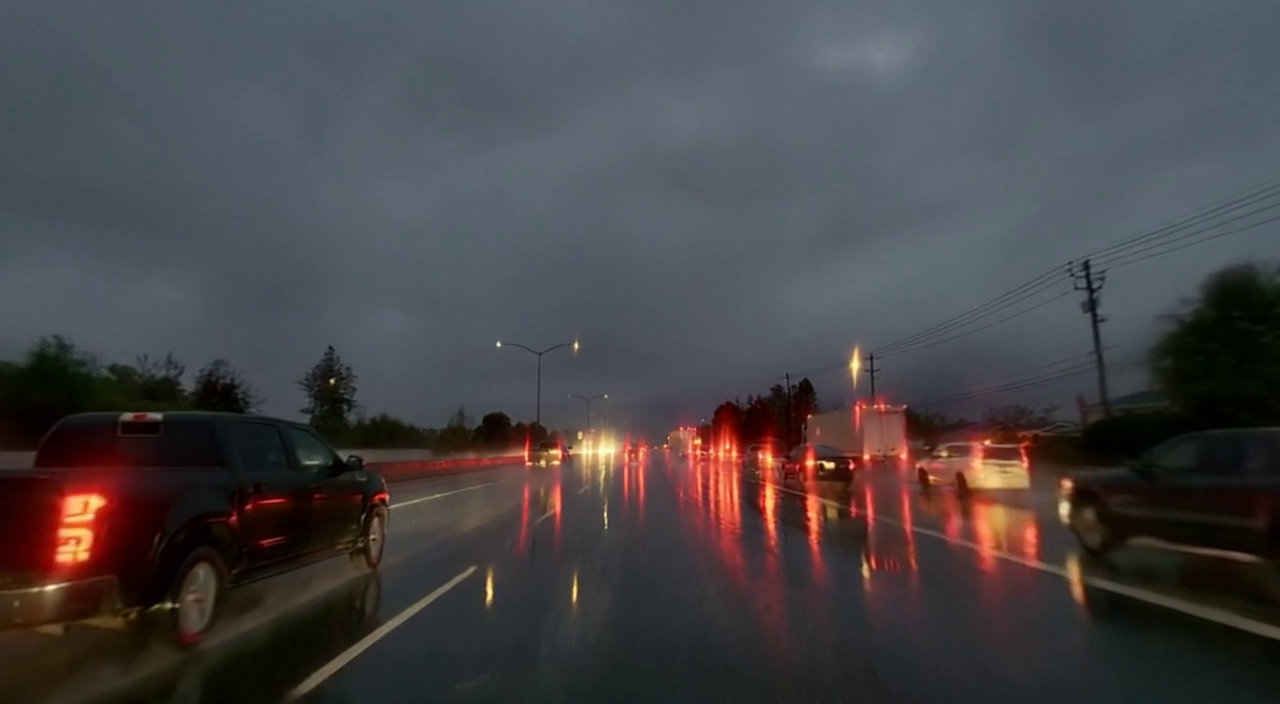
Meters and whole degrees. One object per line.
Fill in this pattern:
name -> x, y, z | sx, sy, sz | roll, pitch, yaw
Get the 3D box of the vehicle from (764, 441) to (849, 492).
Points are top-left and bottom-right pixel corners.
vehicle -> 5.649, 3.905, 21.925 | 1.956, 1.576, 4.211 | 0, -9, 3

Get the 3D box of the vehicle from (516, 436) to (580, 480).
vehicle -> -4.122, 4.843, 28.992 | 2.147, 1.825, 4.602 | 0, -8, 1

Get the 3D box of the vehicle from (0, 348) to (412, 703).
vehicle -> -3.491, 1.127, 4.338 | 2.127, 1.705, 4.374 | 0, -8, 1

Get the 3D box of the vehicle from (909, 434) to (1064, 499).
vehicle -> 10.569, 3.515, 19.748 | 2.046, 1.754, 4.862 | 0, -9, -1

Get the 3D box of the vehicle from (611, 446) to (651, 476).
vehicle -> -0.465, 5.909, 34.467 | 2.060, 1.508, 4.308 | 0, -8, 0

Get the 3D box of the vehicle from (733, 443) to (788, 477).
vehicle -> 6.081, 5.491, 32.295 | 1.989, 1.642, 4.082 | 0, -8, 0

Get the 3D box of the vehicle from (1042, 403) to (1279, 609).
vehicle -> 6.260, 1.387, 5.995 | 2.058, 1.667, 4.209 | 0, -8, 0

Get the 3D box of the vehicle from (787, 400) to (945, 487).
vehicle -> 10.374, 4.516, 31.070 | 3.442, 3.405, 11.948 | 0, -8, 0
